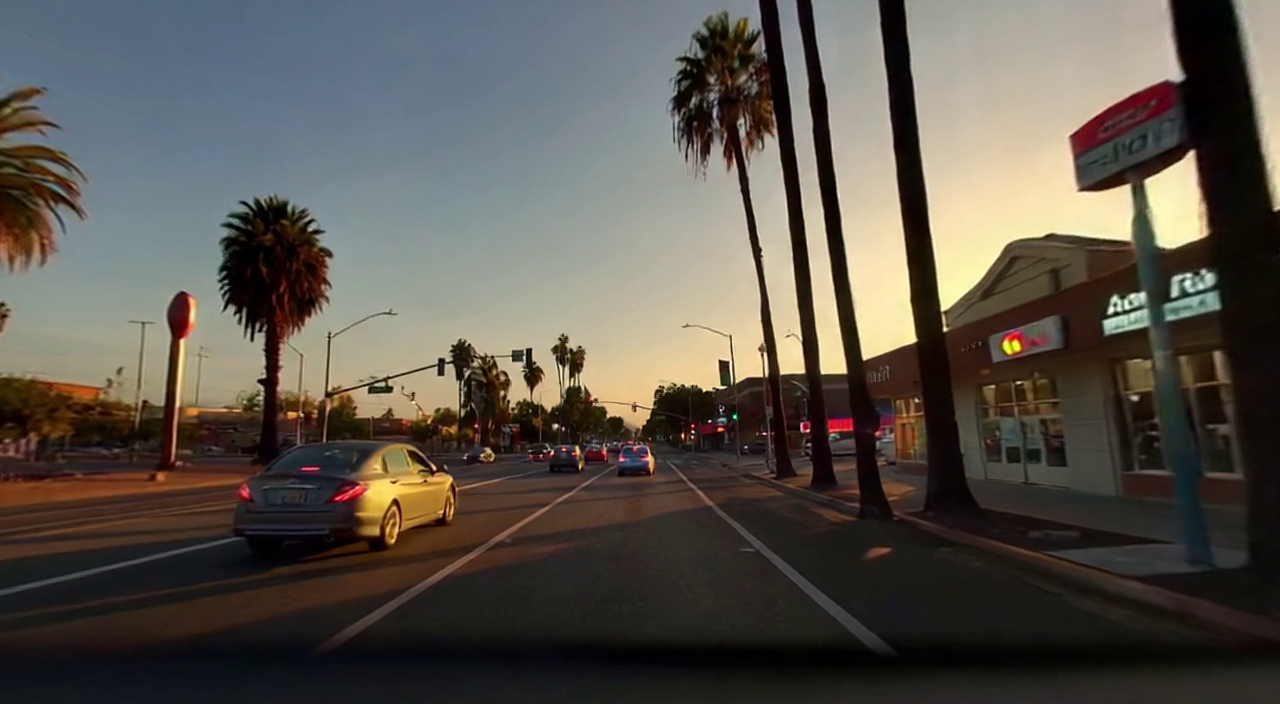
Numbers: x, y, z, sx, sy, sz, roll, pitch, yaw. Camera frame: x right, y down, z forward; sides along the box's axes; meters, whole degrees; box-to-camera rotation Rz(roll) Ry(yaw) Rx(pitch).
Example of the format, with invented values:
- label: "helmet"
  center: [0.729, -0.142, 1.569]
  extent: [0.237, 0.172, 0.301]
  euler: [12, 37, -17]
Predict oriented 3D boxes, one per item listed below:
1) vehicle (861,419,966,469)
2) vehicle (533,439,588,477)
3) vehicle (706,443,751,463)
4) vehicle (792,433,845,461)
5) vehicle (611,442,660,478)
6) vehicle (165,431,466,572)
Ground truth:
- label: "vehicle"
  center: [11.213, 3.825, 26.282]
  extent: [2.111, 1.875, 5.301]
  euler: [0, -8, 1]
- label: "vehicle"
  center: [-3.683, 4.986, 29.725]
  extent: [1.979, 1.634, 3.957]
  euler: [-1, -8, 2]
- label: "vehicle"
  center: [6.813, 7.710, 48.090]
  extent: [2.059, 1.486, 3.980]
  euler: [-5, -9, 30]
- label: "vehicle"
  center: [11.264, 6.028, 39.910]
  extent: [1.982, 1.623, 4.211]
  euler: [0, -8, -2]
- label: "vehicle"
  center: [-0.142, 4.888, 28.615]
  extent: [2.094, 1.496, 4.070]
  euler: [0, -8, 1]
- label: "vehicle"
  center: [-4.150, 1.948, 9.079]
  extent: [1.904, 1.513, 4.410]
  euler: [0, -8, 1]
